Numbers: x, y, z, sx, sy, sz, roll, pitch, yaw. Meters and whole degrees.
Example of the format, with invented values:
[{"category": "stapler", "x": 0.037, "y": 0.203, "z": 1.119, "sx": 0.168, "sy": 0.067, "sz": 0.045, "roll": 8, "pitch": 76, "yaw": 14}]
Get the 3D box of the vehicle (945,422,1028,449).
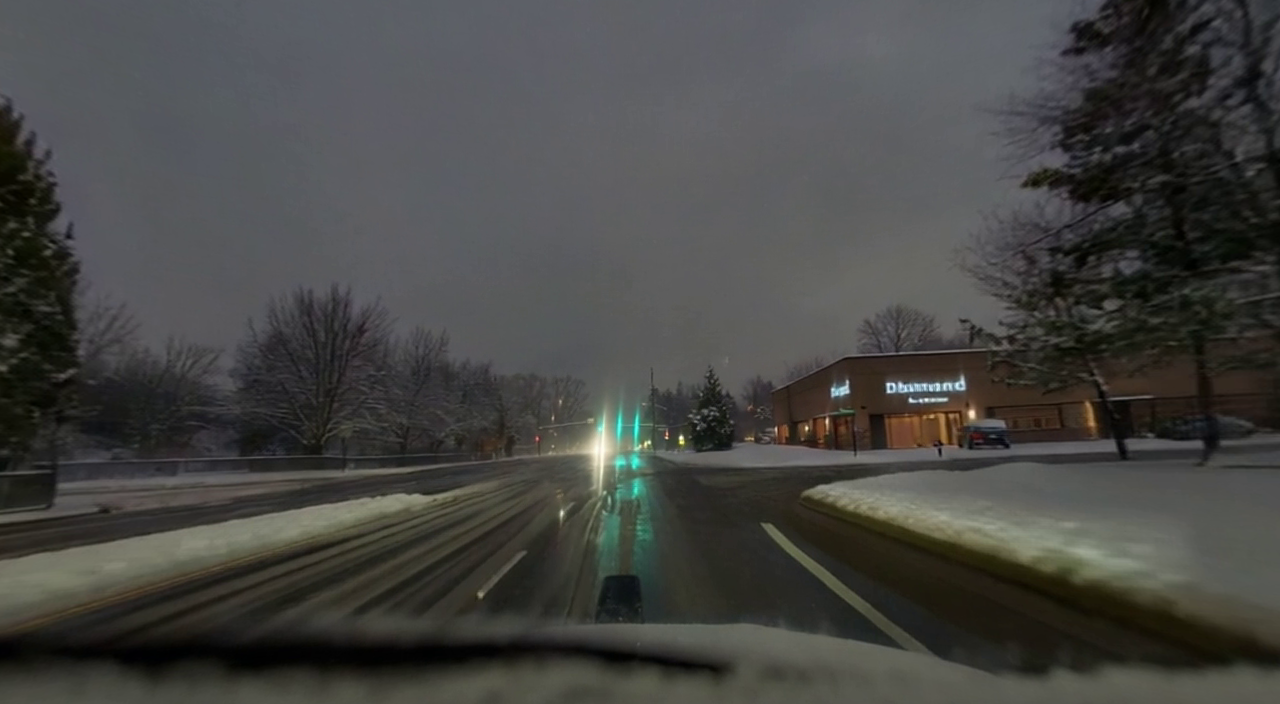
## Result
[{"category": "vehicle", "x": 21.606, "y": 5.296, "z": 39.706, "sx": 2.028, "sy": 1.584, "sz": 4.971, "roll": 1, "pitch": -9, "yaw": -5}]
